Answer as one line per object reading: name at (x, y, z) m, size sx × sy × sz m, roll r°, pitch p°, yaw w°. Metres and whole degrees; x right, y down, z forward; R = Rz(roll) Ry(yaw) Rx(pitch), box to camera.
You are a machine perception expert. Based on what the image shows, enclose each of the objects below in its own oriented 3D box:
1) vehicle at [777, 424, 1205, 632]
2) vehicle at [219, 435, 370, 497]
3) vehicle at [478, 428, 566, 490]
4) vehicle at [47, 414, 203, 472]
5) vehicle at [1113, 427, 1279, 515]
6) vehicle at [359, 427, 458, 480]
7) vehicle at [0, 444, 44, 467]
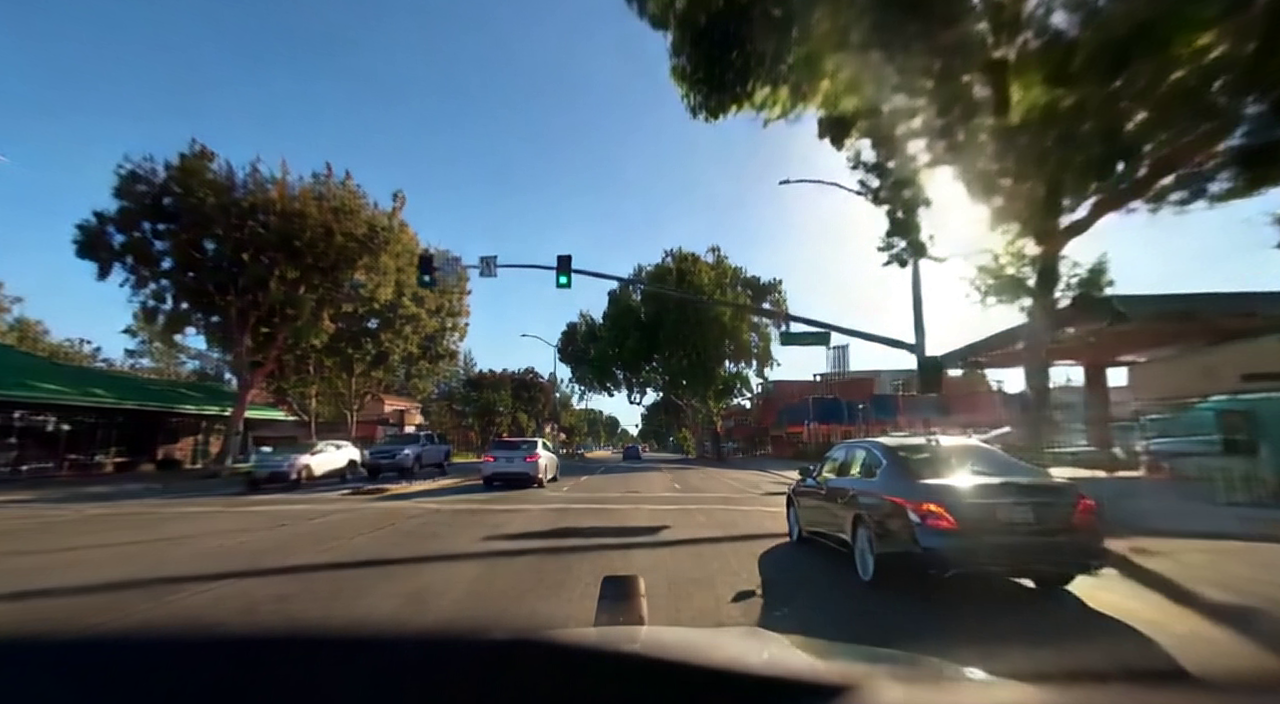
vehicle at (3.106, 1.637, 7.085) m, size 1.975 × 1.502 × 4.787 m, roll 0°, pitch -8°, yaw -1°
vehicle at (-10.099, 3.335, 18.968) m, size 1.942 × 1.576 × 4.567 m, roll -1°, pitch -8°, yaw 0°
vehicle at (-3.751, 3.502, 21.003) m, size 1.997 × 1.806 × 4.500 m, roll 0°, pitch -8°, yaw 1°
vehicle at (-34.396, 6.104, 42.467) m, size 7.384 × 3.665 × 3.220 m, roll 0°, pitch -8°, yaw -1°
vehicle at (17.308, 3.264, 17.848) m, size 5.651 × 2.172 × 2.710 m, roll -1°, pitch -9°, yaw -4°
vehicle at (-9.683, 4.297, 26.956) m, size 2.301 × 1.926 × 5.183 m, roll -1°, pitch -8°, yaw 0°
vehicle at (-49.247, 8.014, 48.917) m, size 2.049 × 1.745 × 4.172 m, roll 0°, pitch -8°, yaw 0°
